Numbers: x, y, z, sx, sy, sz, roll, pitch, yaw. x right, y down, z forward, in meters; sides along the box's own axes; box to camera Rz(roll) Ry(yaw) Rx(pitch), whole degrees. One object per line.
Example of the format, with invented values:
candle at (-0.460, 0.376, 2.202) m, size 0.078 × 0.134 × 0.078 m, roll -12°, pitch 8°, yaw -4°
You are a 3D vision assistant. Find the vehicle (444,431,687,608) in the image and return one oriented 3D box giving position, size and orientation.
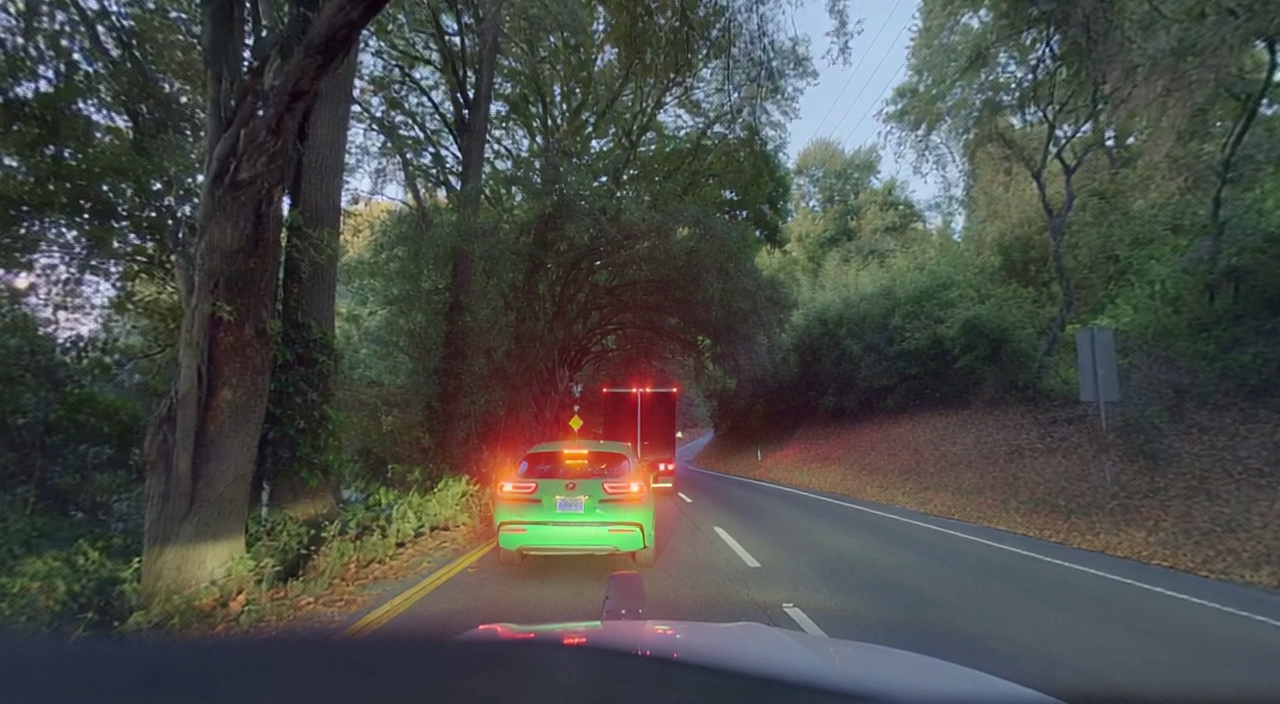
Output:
vehicle at (-0.628, 1.749, 7.504) m, size 2.076 × 1.490 × 4.078 m, roll 0°, pitch -9°, yaw 0°
